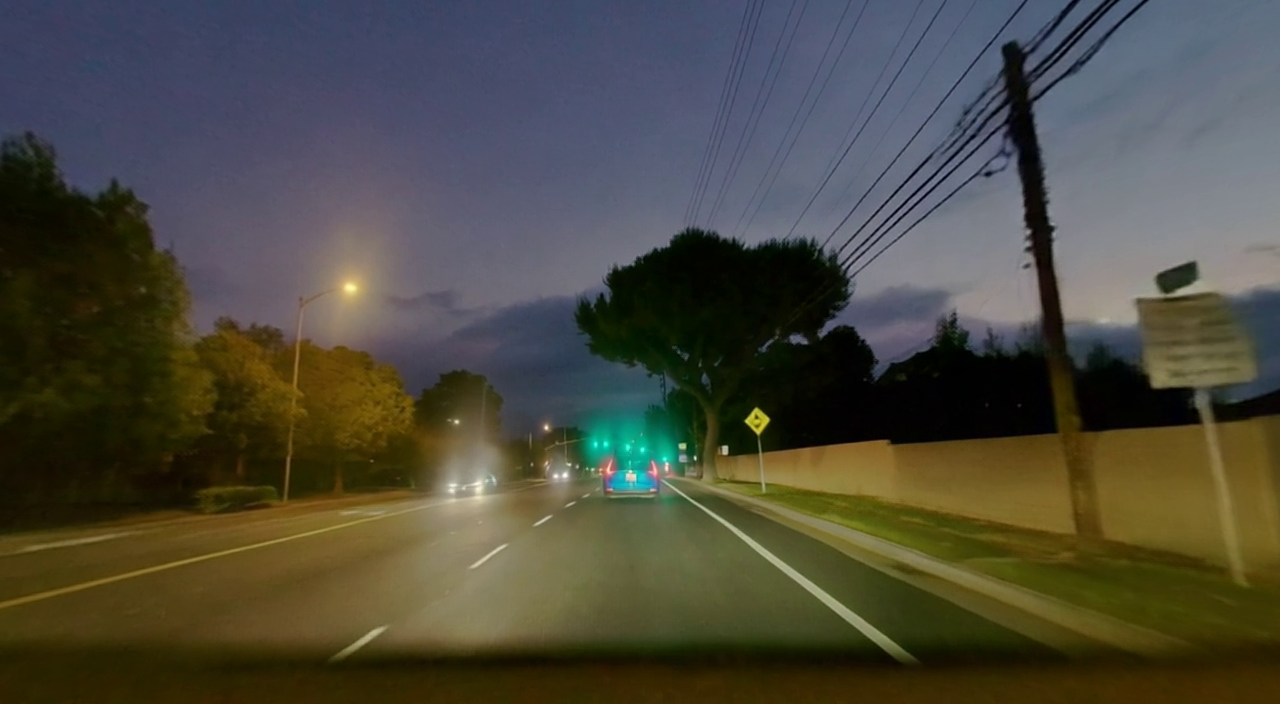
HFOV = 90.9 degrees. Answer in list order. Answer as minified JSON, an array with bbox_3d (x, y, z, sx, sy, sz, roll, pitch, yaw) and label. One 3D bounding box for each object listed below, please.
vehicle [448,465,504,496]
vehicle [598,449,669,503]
[{"bbox_3d":[-9.379,7.379,36.440,1.960,1.490,4.674,0,-9,1],"label":"vehicle"},{"bbox_3d":[-0.228,4.205,21.835,2.200,1.653,4.127,0,-9,-1],"label":"vehicle"}]
